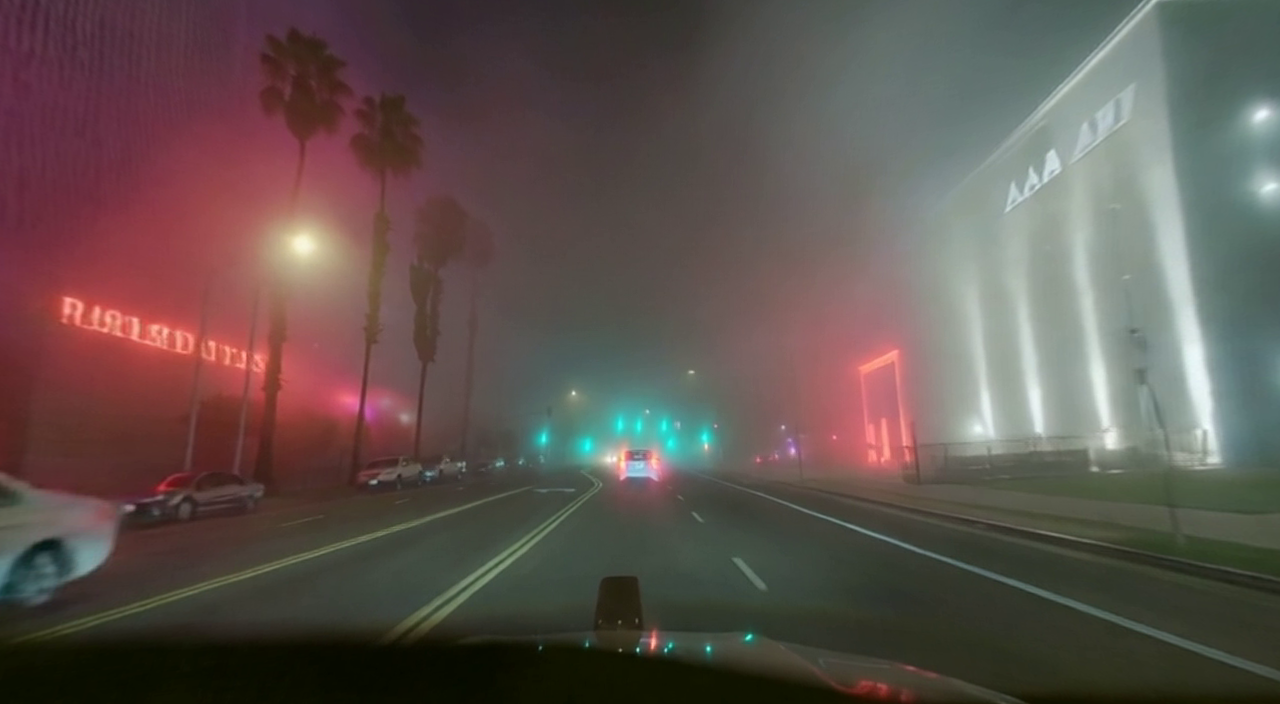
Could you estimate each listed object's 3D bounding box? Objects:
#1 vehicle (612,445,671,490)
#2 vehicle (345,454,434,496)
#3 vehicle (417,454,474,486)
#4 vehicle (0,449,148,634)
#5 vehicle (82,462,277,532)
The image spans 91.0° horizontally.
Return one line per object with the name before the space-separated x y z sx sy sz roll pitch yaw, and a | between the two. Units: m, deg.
vehicle | 0.046 4.538 24.989 2.145 1.632 3.972 0 -9 0
vehicle | -12.304 6.050 31.320 2.308 1.839 4.793 -1 -9 2
vehicle | -12.049 7.311 39.334 1.981 1.803 4.835 0 -9 1
vehicle | -6.170 1.409 4.287 1.951 1.476 4.452 -1 -9 1
vehicle | -12.459 3.996 17.546 1.914 1.551 4.634 -4 -12 0
